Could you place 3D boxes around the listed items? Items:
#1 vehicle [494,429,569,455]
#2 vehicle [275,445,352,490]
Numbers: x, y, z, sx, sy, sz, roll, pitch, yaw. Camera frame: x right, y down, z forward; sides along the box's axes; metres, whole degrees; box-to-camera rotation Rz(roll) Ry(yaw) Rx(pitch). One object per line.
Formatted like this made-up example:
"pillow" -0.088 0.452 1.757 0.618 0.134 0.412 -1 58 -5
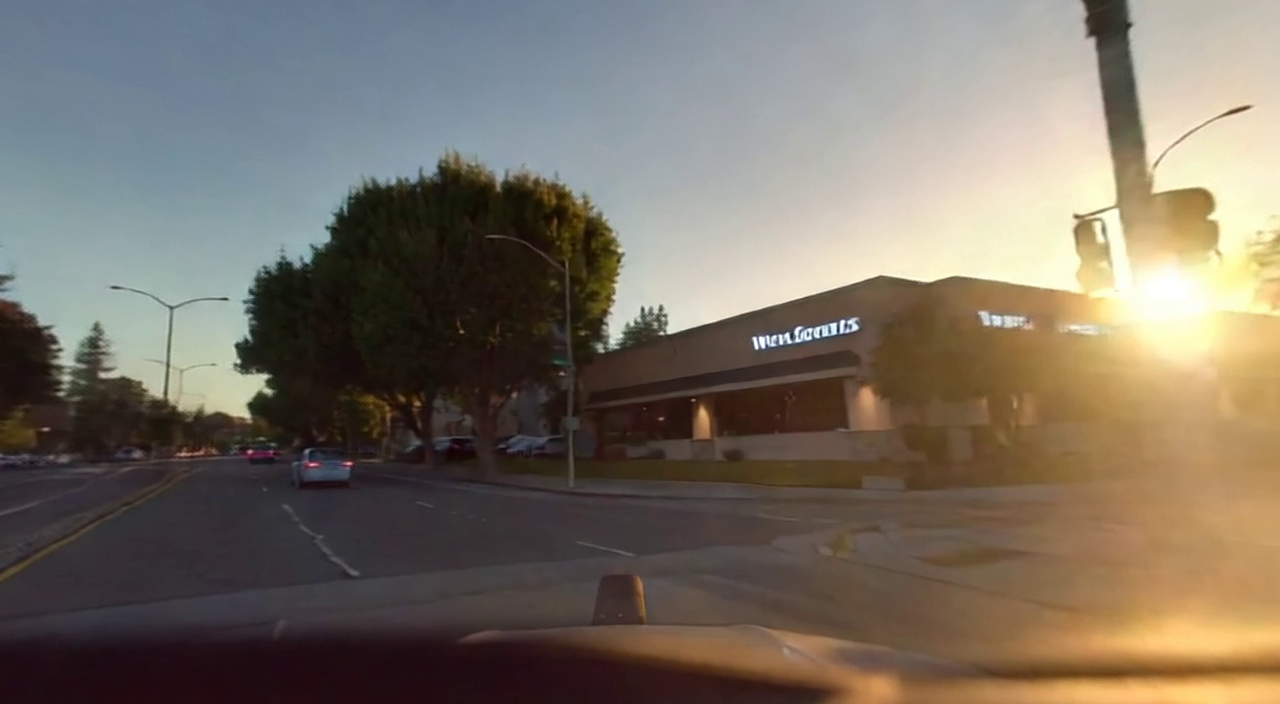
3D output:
"vehicle" -7.880 6.582 46.125 4.851 1.737 2.189 6 -10 -36
"vehicle" -13.588 4.713 26.171 2.197 1.642 4.312 6 -10 -34
